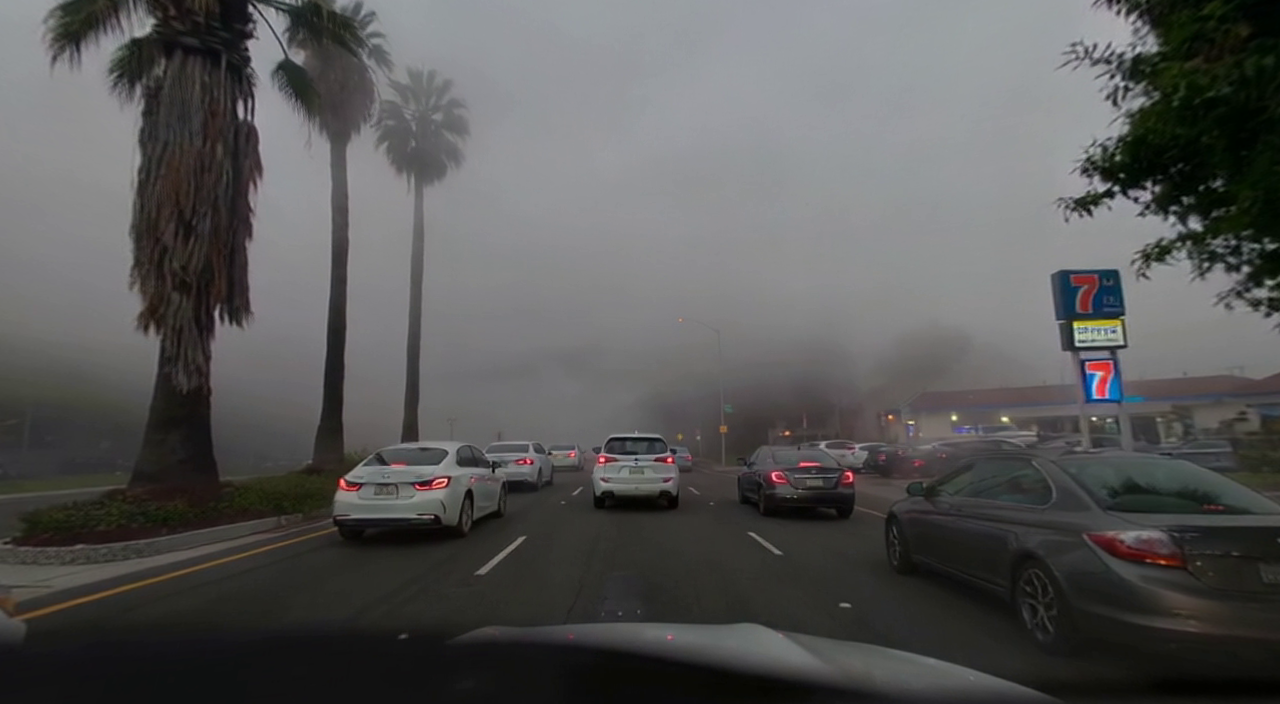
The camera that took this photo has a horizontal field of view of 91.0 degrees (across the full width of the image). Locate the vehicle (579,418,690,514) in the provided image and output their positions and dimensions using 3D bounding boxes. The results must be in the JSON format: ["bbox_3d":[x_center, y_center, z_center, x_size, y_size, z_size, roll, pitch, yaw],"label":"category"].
[{"bbox_3d":[-0.125,2.543,14.534,2.164,1.867,4.254,0,-8,-1],"label":"vehicle"}]

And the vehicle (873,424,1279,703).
[{"bbox_3d":[3.583,1.351,4.821,1.867,1.448,4.436,0,-8,-1],"label":"vehicle"}]

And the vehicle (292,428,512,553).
[{"bbox_3d":[-3.330,1.998,9.824,1.864,1.505,4.202,0,-8,-1],"label":"vehicle"}]

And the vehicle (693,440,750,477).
[{"bbox_3d":[3.399,4.531,27.057,1.880,1.476,3.932,0,-8,-1],"label":"vehicle"}]

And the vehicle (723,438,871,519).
[{"bbox_3d":[3.260,2.712,14.136,1.977,1.480,4.589,0,-8,-2],"label":"vehicle"}]
